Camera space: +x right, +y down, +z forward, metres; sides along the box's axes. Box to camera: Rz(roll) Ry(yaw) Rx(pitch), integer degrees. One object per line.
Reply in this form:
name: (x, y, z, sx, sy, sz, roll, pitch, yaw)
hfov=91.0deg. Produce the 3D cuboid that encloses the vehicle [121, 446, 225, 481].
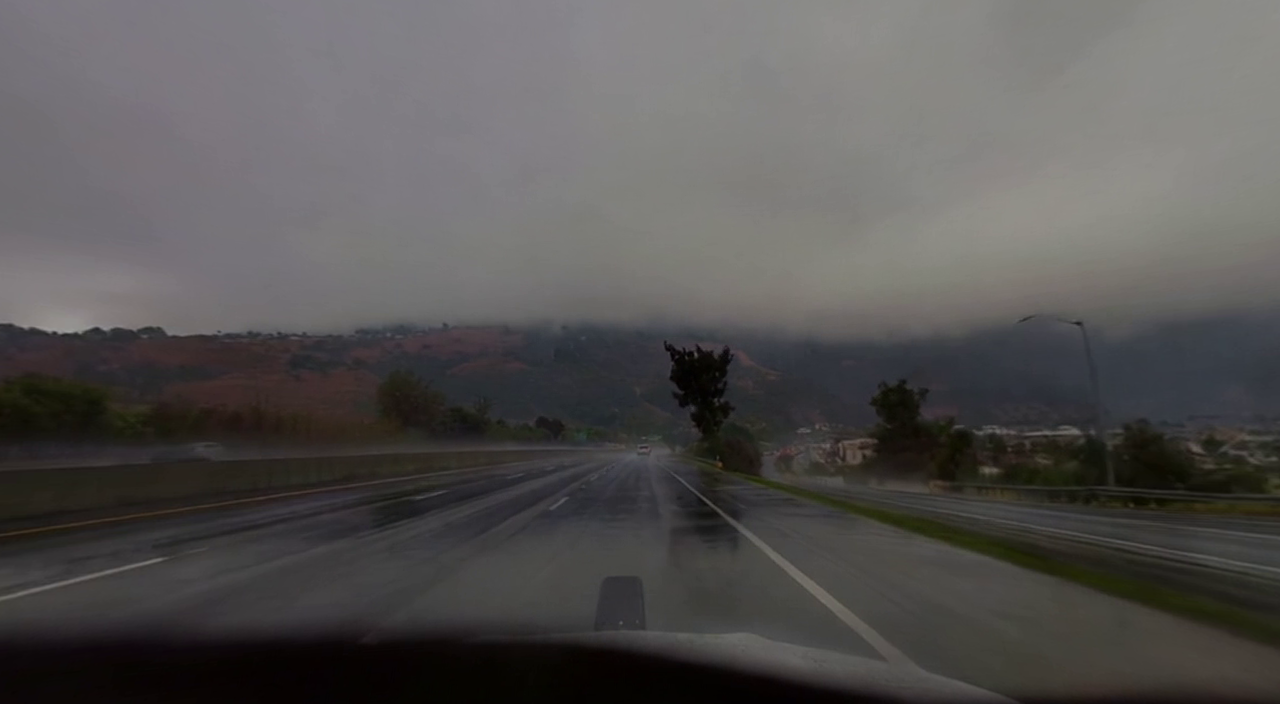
vehicle: (-36.077, 8.572, 49.021, 2.679, 2.503, 6.760, -1, -9, 2)
